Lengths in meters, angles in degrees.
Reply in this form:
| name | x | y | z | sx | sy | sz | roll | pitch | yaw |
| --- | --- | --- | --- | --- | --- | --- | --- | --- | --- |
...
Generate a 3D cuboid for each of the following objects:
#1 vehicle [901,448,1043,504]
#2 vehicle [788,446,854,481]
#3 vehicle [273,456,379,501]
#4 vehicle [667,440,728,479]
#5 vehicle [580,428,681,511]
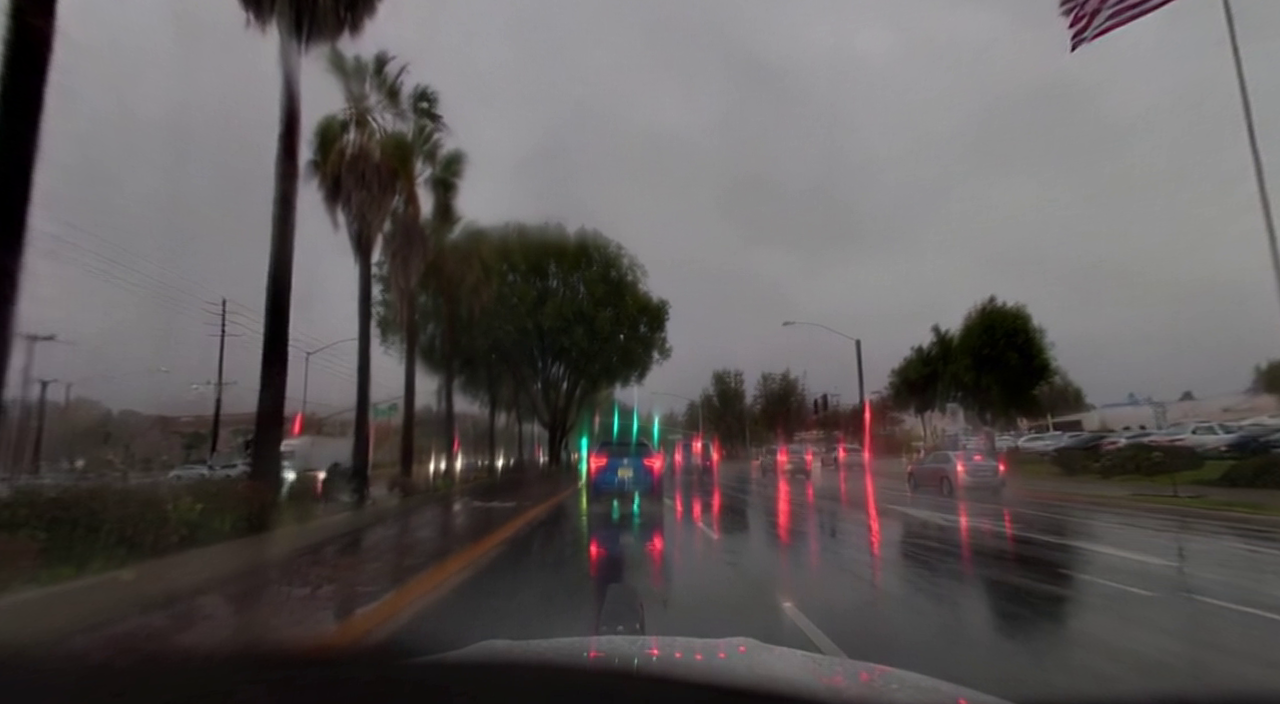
| name | x | y | z | sx | sy | sz | roll | pitch | yaw |
| --- | --- | --- | --- | --- | --- | --- | --- | --- | --- |
| vehicle | 9.911 | 3.706 | 19.316 | 1.967 | 1.485 | 4.267 | 0 | -9 | -1 |
| vehicle | 9.773 | 6.019 | 34.503 | 2.155 | 1.779 | 4.582 | 0 | -9 | -1 |
| vehicle | -12.028 | 4.845 | 24.557 | 1.965 | 1.475 | 4.209 | 0 | -9 | -1 |
| vehicle | 3.108 | 6.048 | 35.879 | 2.773 | 2.021 | 6.212 | 0 | -9 | -1 |
| vehicle | -0.266 | 3.152 | 17.436 | 2.402 | 1.938 | 4.535 | 0 | -9 | -1 |
